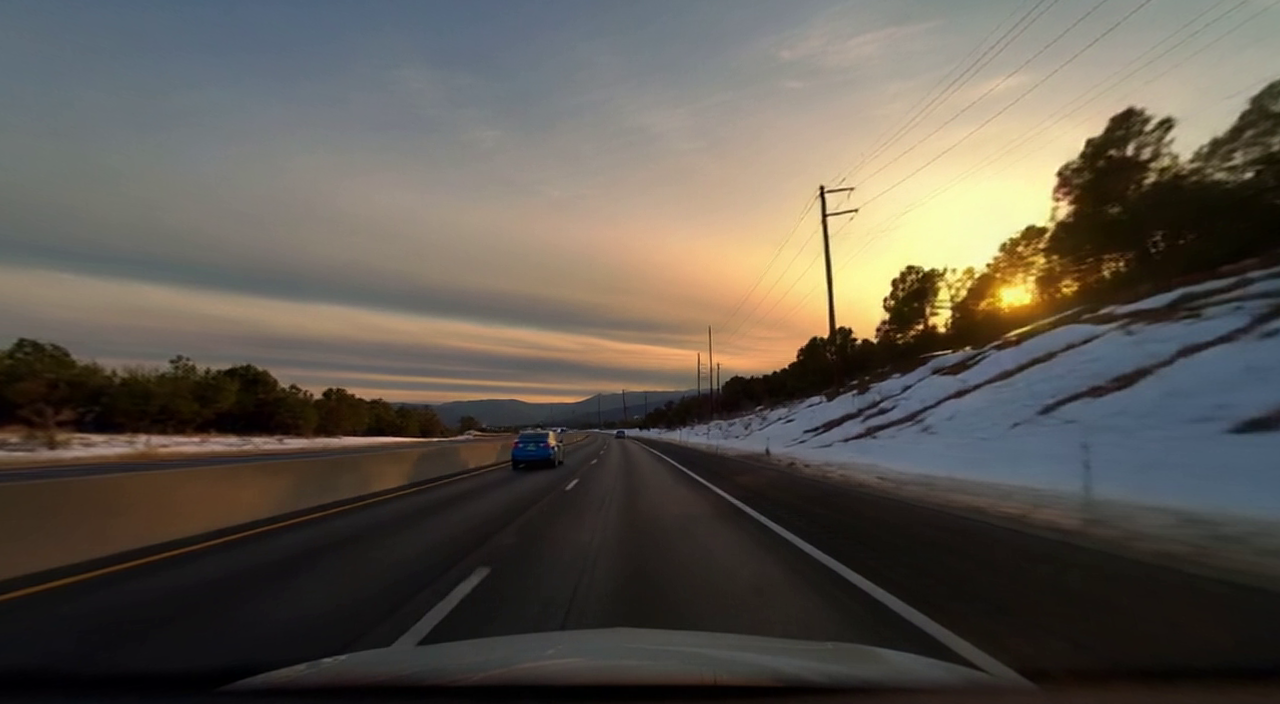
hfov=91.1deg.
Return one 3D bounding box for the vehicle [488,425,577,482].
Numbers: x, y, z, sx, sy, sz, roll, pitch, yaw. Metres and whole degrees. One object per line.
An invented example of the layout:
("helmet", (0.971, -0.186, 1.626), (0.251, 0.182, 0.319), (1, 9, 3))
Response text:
("vehicle", (-3.107, 3.024, 19.038), (1.999, 1.536, 3.969), (0, -8, 0))
